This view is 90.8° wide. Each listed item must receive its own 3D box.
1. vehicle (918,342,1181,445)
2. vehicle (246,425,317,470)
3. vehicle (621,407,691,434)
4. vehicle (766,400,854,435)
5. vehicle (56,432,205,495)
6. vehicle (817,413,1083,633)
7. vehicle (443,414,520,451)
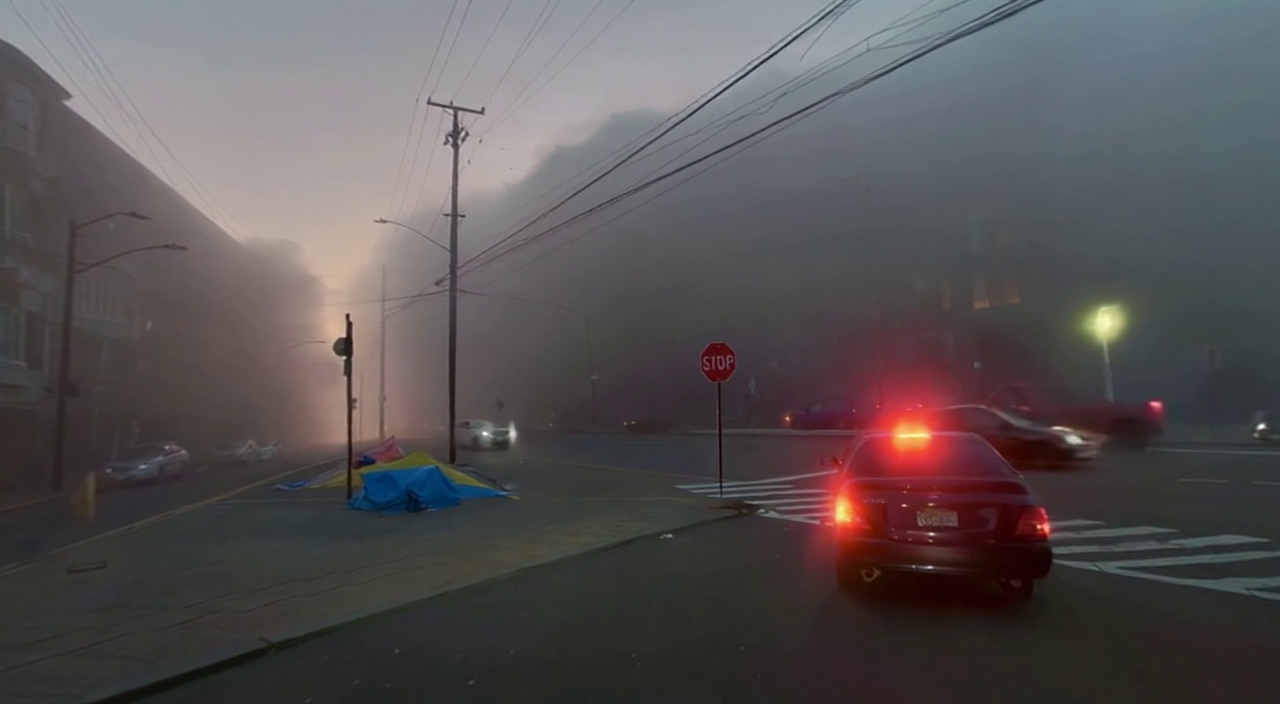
[{"bbox_3d":[14.056,1.713,22.213,7.172,3.075,2.584,-8,-11,43],"label":"vehicle"},{"bbox_3d":[-15.189,4.079,27.008,1.987,1.686,3.971,1,-8,-20],"label":"vehicle"},{"bbox_3d":[0.897,4.236,38.820,1.790,1.468,4.422,7,-11,-40],"label":"vehicle"},{"bbox_3d":[9.214,3.617,34.472,1.805,1.694,4.214,7,-11,-43],"label":"vehicle"},{"bbox_3d":[-16.541,3.607,20.931,2.054,1.800,5.212,2,-9,-18],"label":"vehicle"},{"bbox_3d":[3.674,1.625,7.122,1.945,1.647,4.160,-6,-10,33],"label":"vehicle"},{"bbox_3d":[-7.998,4.071,31.647,1.870,1.724,4.320,7,-11,-42],"label":"vehicle"}]
